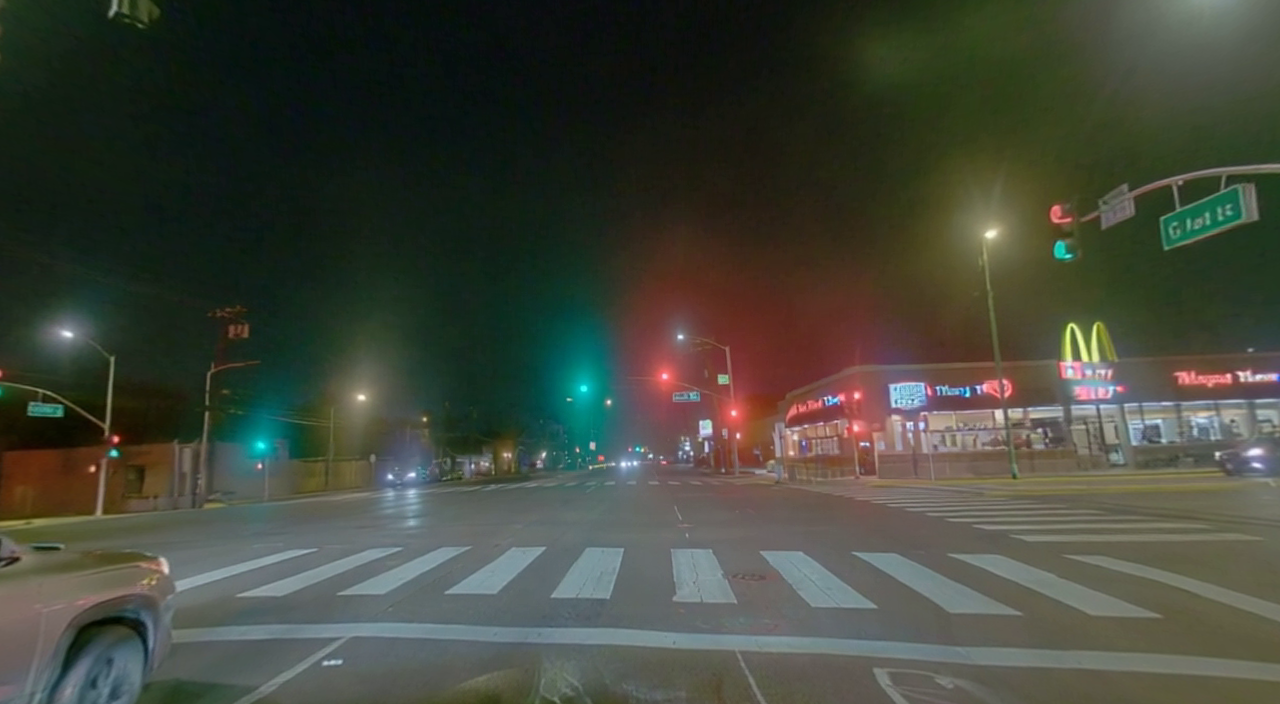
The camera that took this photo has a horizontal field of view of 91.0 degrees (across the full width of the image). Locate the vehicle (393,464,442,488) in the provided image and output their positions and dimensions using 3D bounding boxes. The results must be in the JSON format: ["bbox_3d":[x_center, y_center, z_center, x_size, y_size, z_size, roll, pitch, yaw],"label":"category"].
[{"bbox_3d":[-15.755,8.798,44.857,1.931,1.471,4.152,0,-9,0],"label":"vehicle"}]

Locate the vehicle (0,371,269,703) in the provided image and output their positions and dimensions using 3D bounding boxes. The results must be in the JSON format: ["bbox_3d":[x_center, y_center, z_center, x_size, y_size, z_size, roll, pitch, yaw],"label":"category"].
[{"bbox_3d":[-3.415,0.789,1.556,2.081,1.644,4.523,0,-9,2],"label":"vehicle"}]

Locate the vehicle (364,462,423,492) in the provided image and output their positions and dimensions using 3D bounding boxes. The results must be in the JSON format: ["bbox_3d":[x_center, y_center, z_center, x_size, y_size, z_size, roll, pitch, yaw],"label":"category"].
[{"bbox_3d":[-19.223,9.722,49.460,2.227,2.033,5.614,0,-8,2],"label":"vehicle"}]
